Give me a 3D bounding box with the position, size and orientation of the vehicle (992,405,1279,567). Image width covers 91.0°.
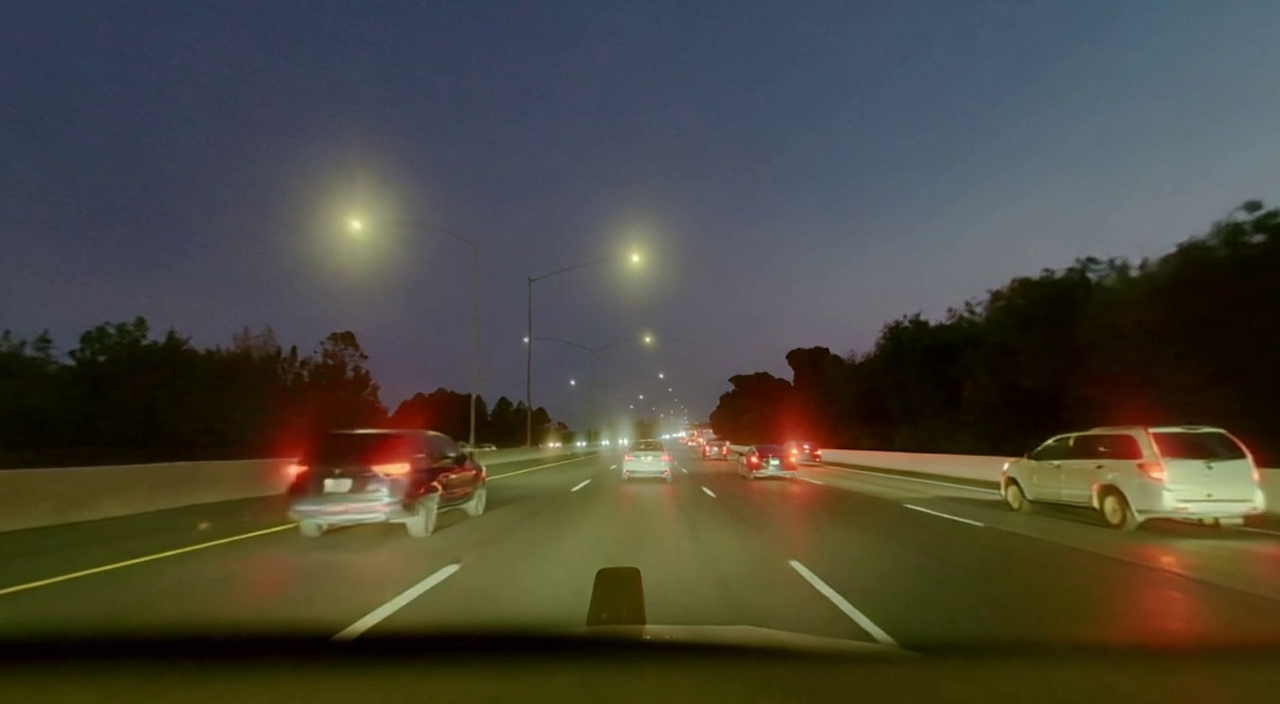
[{"bbox_3d":[7.394,1.755,8.945,2.028,1.657,4.823,0,-9,1],"label":"vehicle"}]

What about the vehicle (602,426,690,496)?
[{"bbox_3d":[0.216,3.023,17.750,2.181,1.728,3.970,0,-9,2],"label":"vehicle"}]

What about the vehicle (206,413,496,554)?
[{"bbox_3d":[-3.942,1.900,9.797,2.128,1.627,4.697,0,-9,2],"label":"vehicle"}]

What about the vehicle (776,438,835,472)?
[{"bbox_3d":[8.264,5.177,31.866,1.956,1.588,4.305,0,-9,3],"label":"vehicle"}]

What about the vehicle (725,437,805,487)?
[{"bbox_3d":[4.192,3.766,21.789,1.999,1.514,4.338,0,-9,2],"label":"vehicle"}]
